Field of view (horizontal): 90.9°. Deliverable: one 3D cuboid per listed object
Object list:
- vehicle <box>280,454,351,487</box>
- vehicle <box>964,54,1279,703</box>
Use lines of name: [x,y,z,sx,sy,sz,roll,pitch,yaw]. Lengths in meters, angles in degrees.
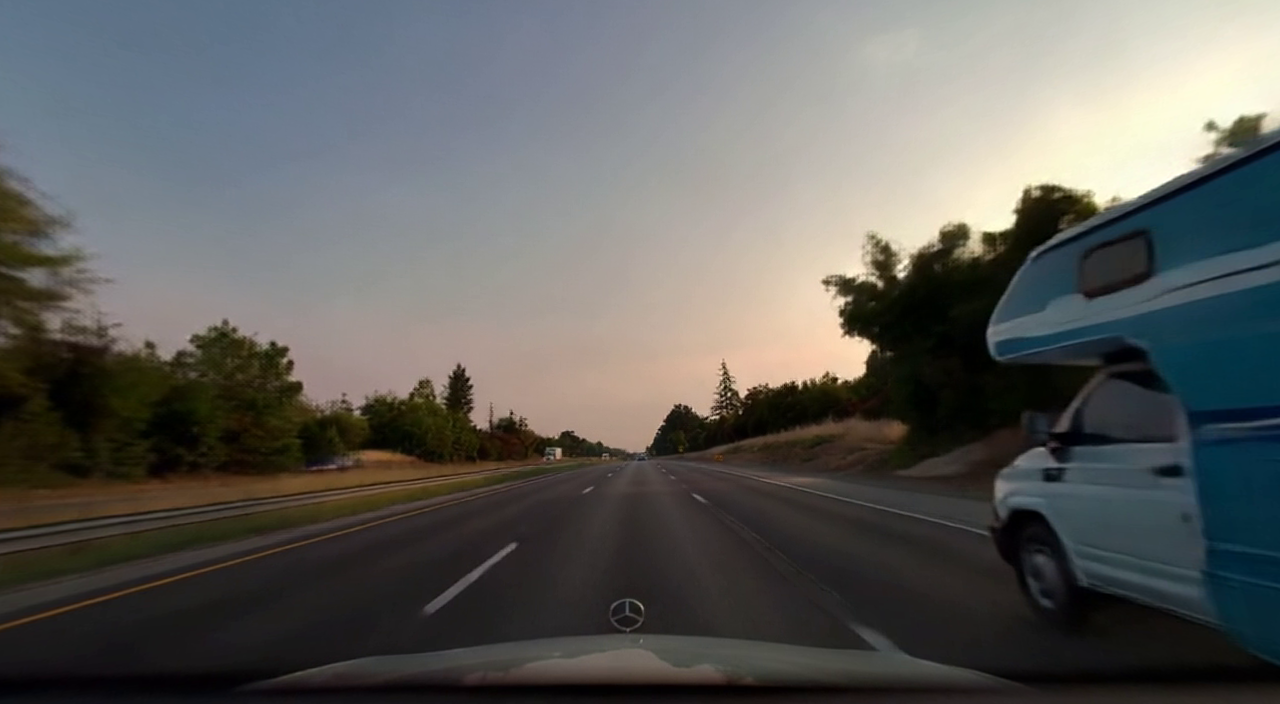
vehicle: [-18.924,6.912,37.011,1.907,1.742,4.139,0,-9,0]
vehicle: [3.711,0.100,1.333,2.556,2.763,6.287,0,-9,-1]
